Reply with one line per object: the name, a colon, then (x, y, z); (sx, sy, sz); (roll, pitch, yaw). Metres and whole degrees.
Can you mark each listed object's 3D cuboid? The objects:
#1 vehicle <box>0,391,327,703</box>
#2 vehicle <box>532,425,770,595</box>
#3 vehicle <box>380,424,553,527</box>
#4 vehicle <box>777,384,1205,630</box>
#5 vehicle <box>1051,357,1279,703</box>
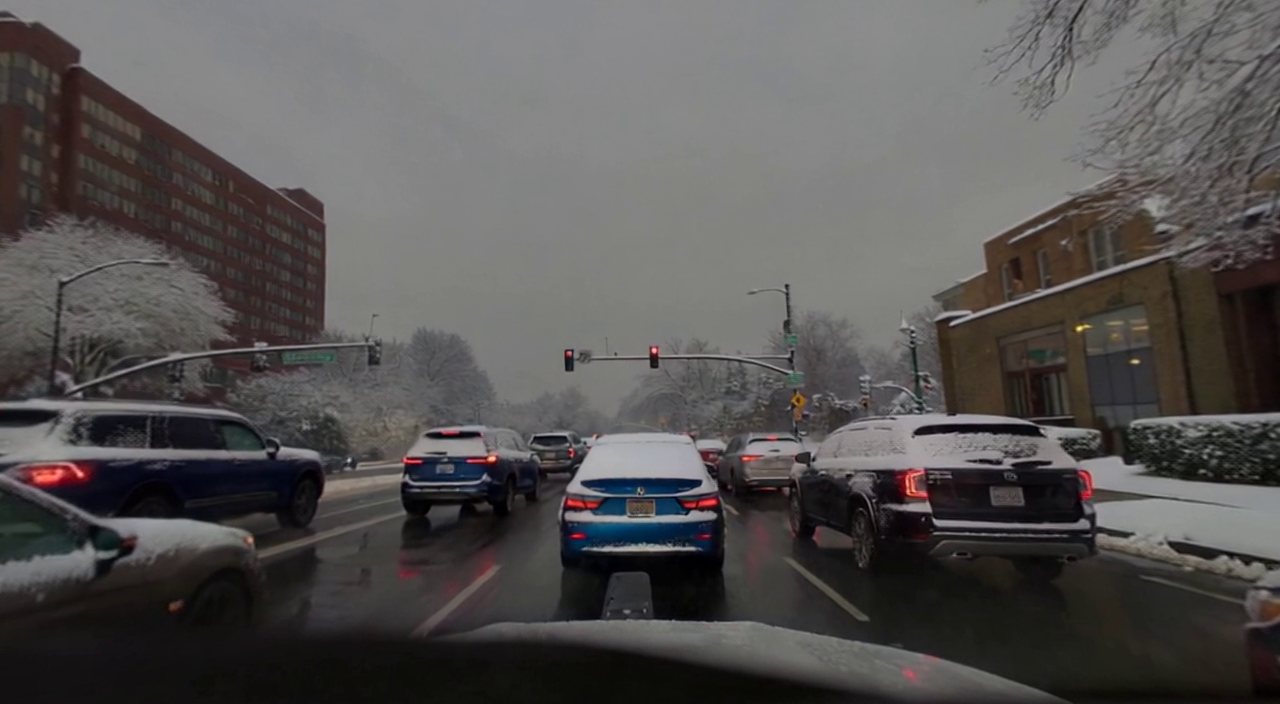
vehicle: (-3.355, 0.884, 2.108); (2.144, 1.505, 4.635); (-1, -9, 1)
vehicle: (0.088, 1.730, 7.750); (2.147, 1.507, 3.953); (0, -8, 0)
vehicle: (-3.285, 2.454, 13.099); (2.168, 1.719, 4.561); (-1, -9, 2)
vehicle: (3.052, 1.456, 6.864); (2.108, 1.785, 4.334); (0, -9, 0)
vehicle: (2.865, 0.586, 0.438); (2.051, 1.548, 4.532); (0, -9, 0)
